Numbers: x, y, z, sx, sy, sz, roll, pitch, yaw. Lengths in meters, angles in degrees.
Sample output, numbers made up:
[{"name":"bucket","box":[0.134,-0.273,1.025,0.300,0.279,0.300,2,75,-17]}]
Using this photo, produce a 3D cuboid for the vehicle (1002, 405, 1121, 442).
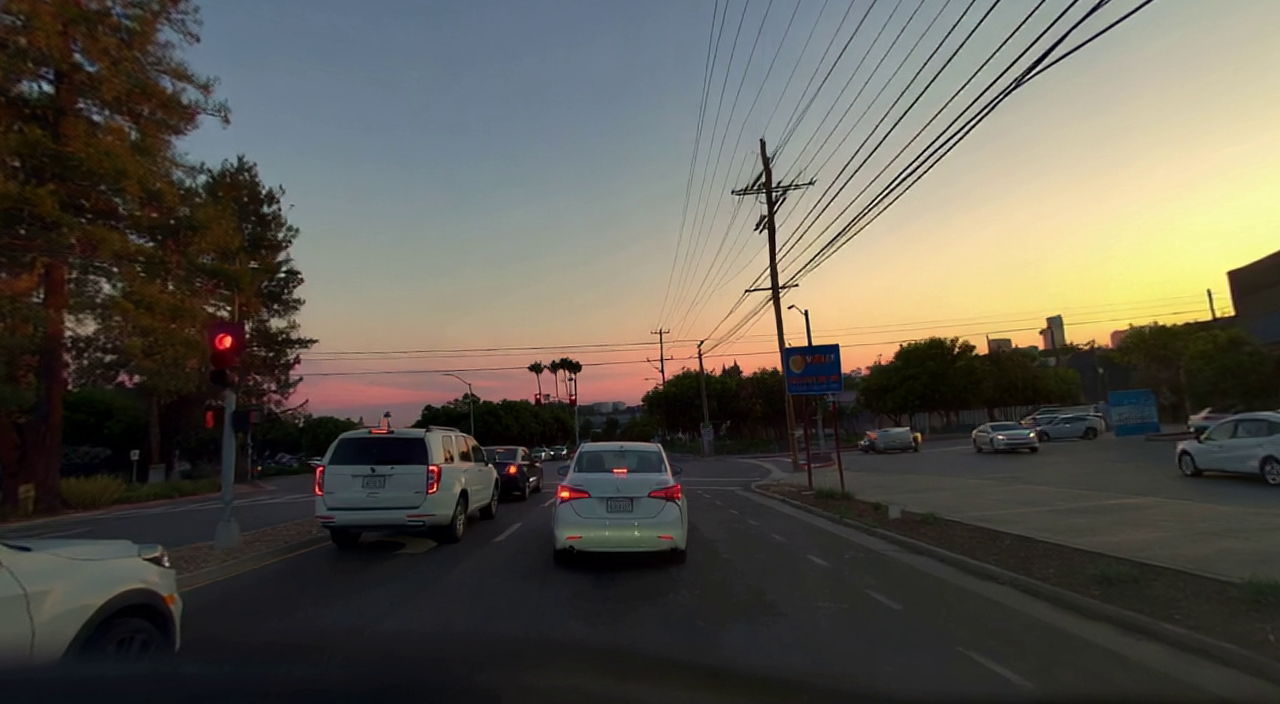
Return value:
[{"name":"vehicle","box":[26.892,4.627,40.496,5.782,2.286,2.223,-1,-9,5]}]

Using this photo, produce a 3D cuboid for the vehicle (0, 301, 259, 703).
[{"name":"vehicle","box":[-3.593,0.635,1.525,2.085,1.943,5.053,0,-8,1]}]

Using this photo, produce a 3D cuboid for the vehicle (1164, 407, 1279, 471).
[{"name":"vehicle","box":[17.018,2.540,18.260,1.858,1.622,4.491,-5,-10,28]}]

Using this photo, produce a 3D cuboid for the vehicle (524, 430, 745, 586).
[{"name":"vehicle","box":[-0.103,1.802,8.142,2.121,1.474,3.968,0,-8,-2]}]

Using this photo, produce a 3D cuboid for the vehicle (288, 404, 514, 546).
[{"name":"vehicle","box":[-3.846,2.088,11.370,2.147,1.963,4.927,0,-8,0]}]
